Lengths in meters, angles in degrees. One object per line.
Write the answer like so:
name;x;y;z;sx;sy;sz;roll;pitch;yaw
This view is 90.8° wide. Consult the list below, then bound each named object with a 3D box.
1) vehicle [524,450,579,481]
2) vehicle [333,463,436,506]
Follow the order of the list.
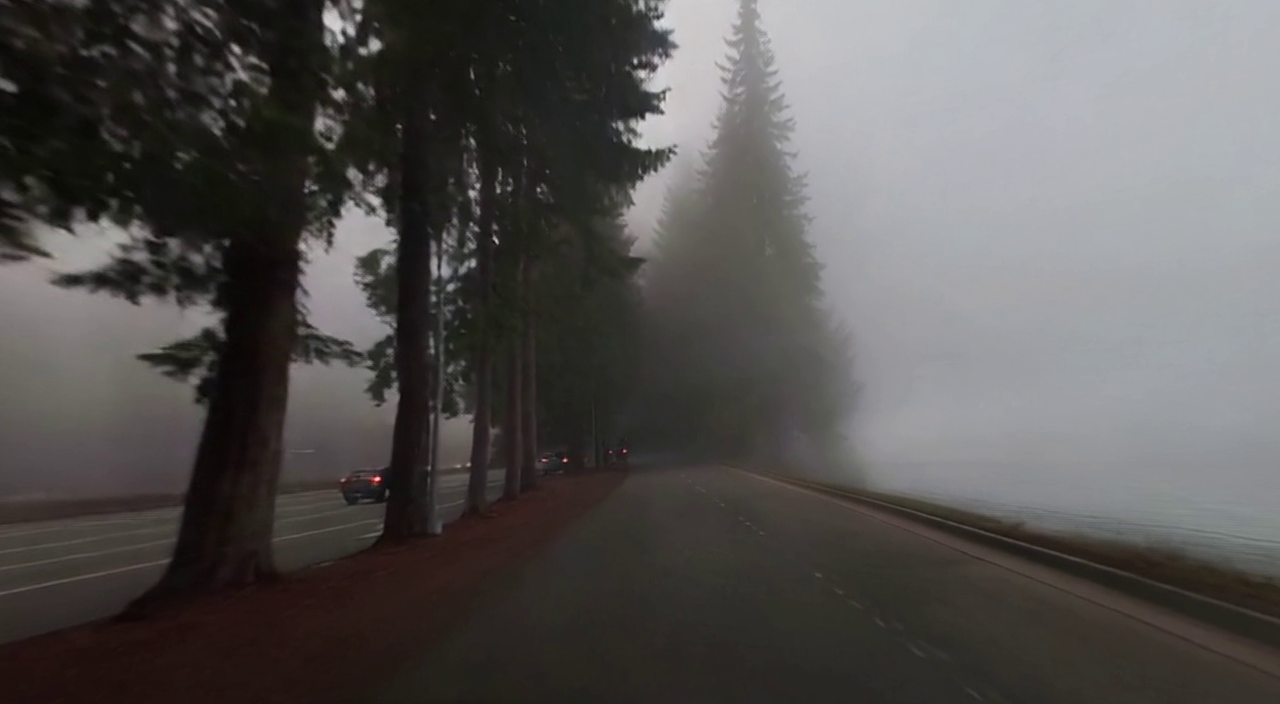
vehicle;-5.252;6.805;38.277;2.049;1.699;4.860;-1;-8;8
vehicle;-10.948;5.680;27.562;1.886;1.535;4.742;-1;-8;10
